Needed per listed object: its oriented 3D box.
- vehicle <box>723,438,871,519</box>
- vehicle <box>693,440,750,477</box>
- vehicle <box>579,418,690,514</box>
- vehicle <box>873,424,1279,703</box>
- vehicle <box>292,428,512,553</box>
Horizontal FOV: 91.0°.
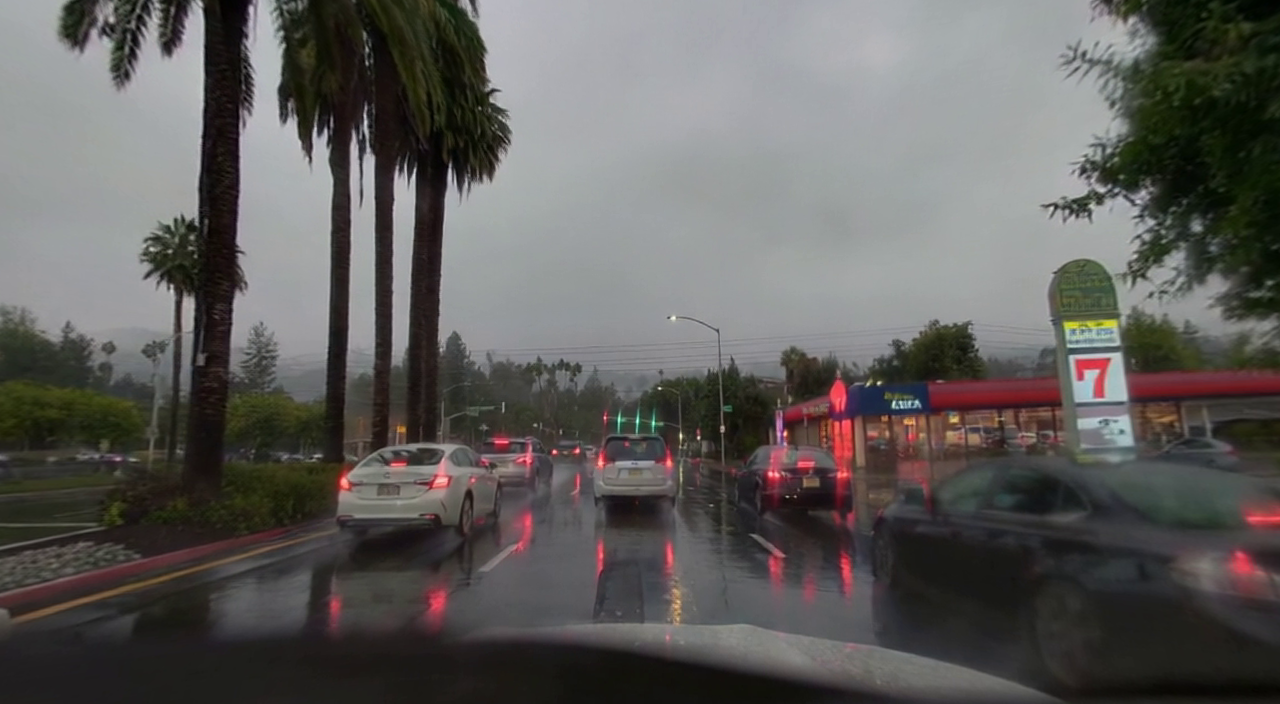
[{"bbox_3d":[3.260,2.712,14.136,1.977,1.480,4.589,0,-8,-2],"label":"vehicle"},{"bbox_3d":[3.399,4.531,27.057,1.880,1.476,3.932,0,-8,-1],"label":"vehicle"},{"bbox_3d":[-0.125,2.543,14.534,2.164,1.867,4.254,0,-8,-1],"label":"vehicle"},{"bbox_3d":[3.583,1.351,4.821,1.867,1.448,4.436,0,-8,-1],"label":"vehicle"},{"bbox_3d":[-3.330,1.998,9.824,1.864,1.505,4.202,0,-8,-1],"label":"vehicle"}]
